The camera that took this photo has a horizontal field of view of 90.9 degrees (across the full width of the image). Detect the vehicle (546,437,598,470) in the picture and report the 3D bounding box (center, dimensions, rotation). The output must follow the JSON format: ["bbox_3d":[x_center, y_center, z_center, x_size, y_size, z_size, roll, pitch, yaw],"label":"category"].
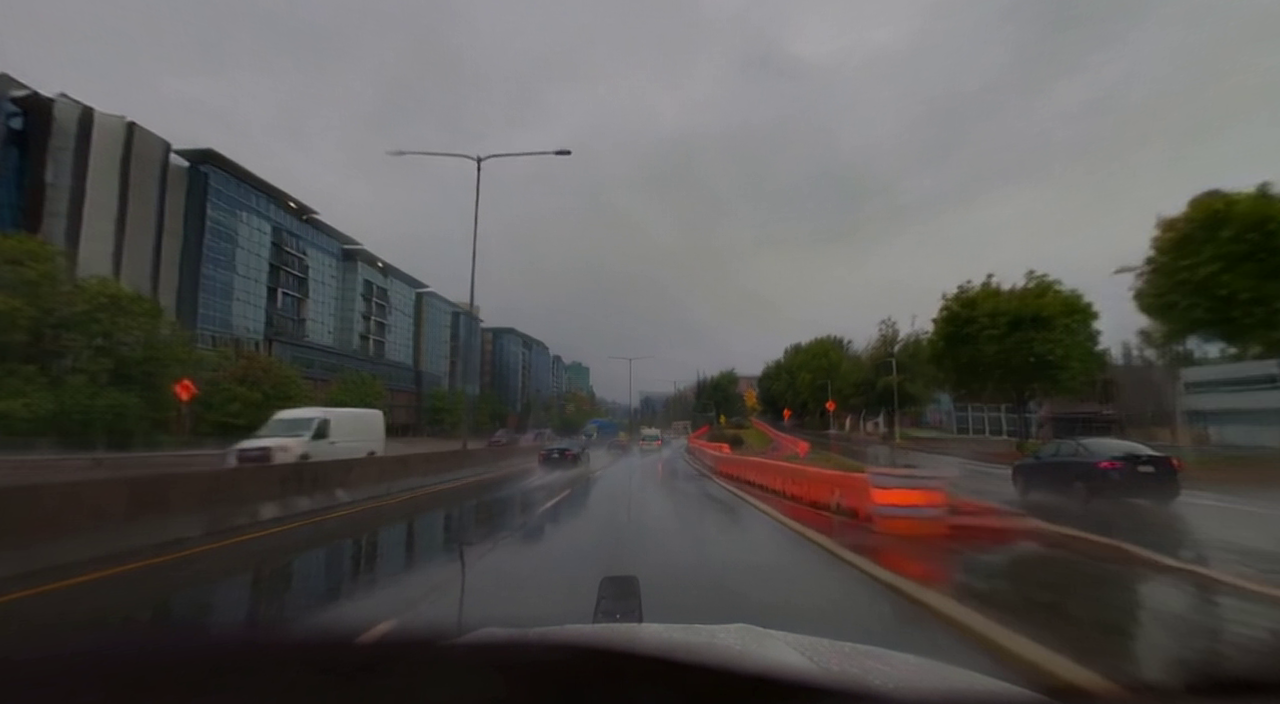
[{"bbox_3d":[-3.124,4.733,29.650,1.848,1.406,4.013,0,-8,3],"label":"vehicle"}]

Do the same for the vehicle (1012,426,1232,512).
[{"bbox_3d":[9.610,2.329,13.002,1.913,1.499,3.581,-1,-8,6],"label":"vehicle"}]

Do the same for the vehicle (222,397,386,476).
[{"bbox_3d":[-13.172,3.446,25.645,2.297,2.733,7.664,0,-8,1],"label":"vehicle"}]
